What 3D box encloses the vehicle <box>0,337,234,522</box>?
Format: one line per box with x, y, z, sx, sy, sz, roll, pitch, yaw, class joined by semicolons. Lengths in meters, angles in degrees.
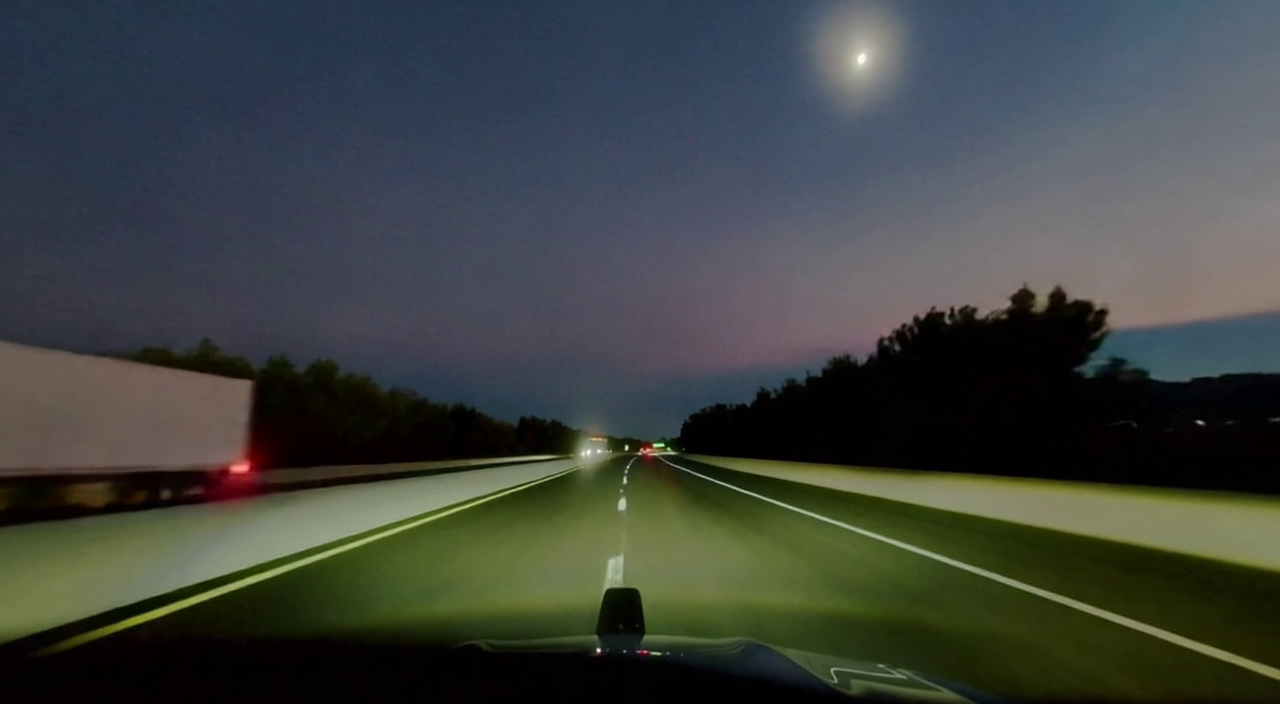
-15.426;1.762;14.170;2.933;3.968;14.979;0;-9;-1;vehicle
